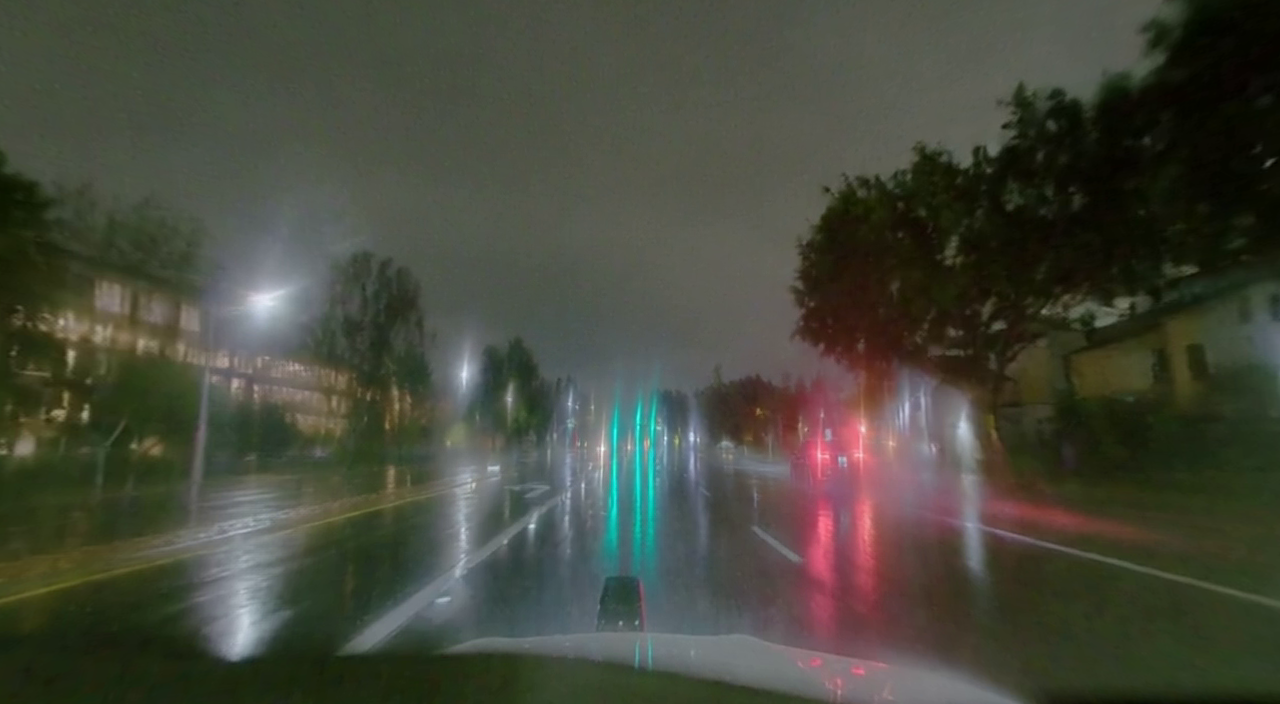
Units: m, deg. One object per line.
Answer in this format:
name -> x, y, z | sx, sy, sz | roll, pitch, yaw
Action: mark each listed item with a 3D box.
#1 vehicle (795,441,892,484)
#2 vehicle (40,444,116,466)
vehicle -> 7.431, 4.071, 23.546 | 2.054, 1.421, 4.487 | 0, -8, -1
vehicle -> -41.549, 7.591, 46.636 | 3.662, 1.533, 1.819 | 3, -9, -19
